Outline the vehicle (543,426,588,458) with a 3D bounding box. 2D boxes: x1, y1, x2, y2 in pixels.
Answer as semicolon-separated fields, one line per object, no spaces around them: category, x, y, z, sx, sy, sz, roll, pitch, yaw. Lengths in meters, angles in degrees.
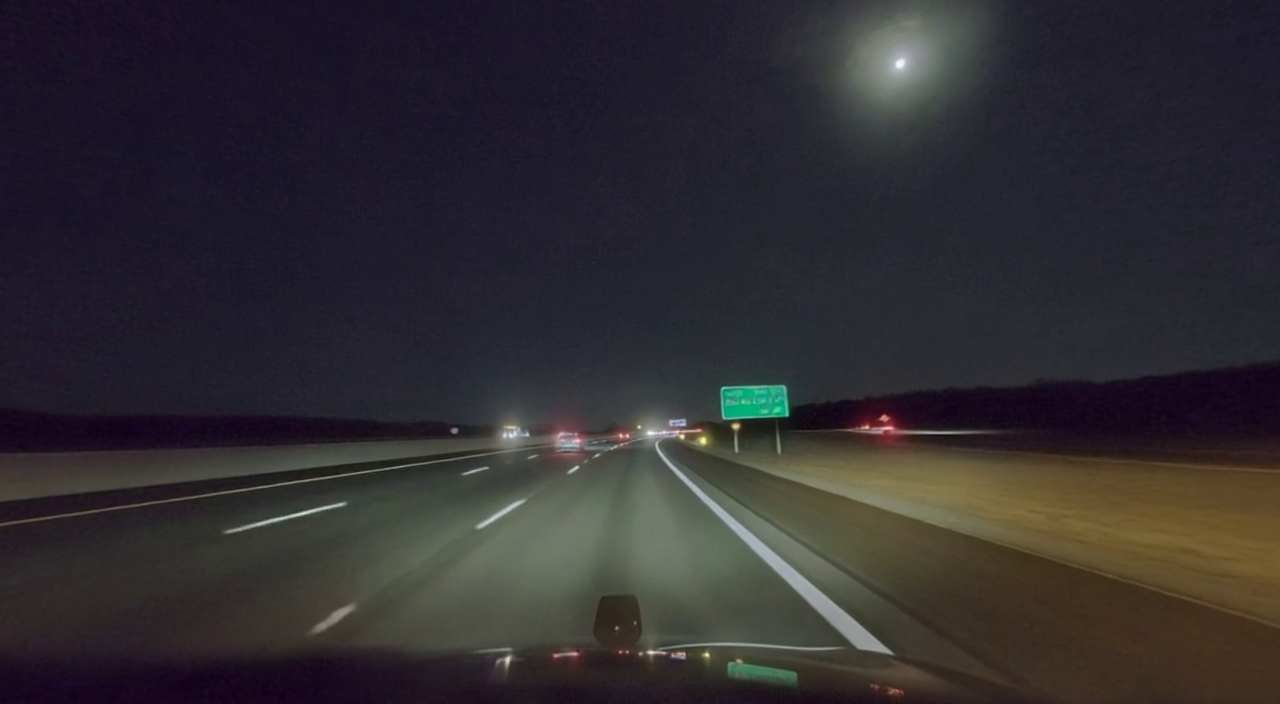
vehicle;-4.222;5.175;36.405;1.980;1.721;4.419;0;-8;1
